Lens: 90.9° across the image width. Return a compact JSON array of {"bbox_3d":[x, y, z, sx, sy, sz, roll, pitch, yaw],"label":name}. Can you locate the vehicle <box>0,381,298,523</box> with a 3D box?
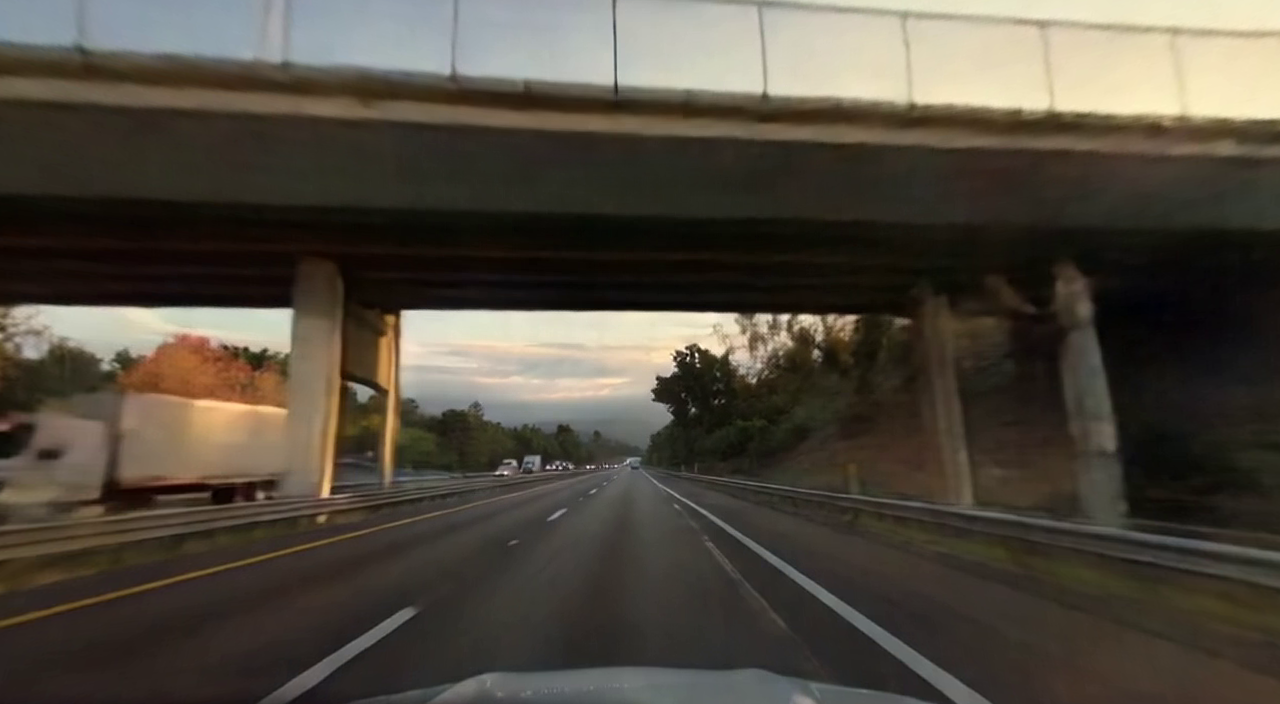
[{"bbox_3d":[-16.406,3.570,21.922,2.932,3.708,10.622,1,-10,0],"label":"vehicle"}]
